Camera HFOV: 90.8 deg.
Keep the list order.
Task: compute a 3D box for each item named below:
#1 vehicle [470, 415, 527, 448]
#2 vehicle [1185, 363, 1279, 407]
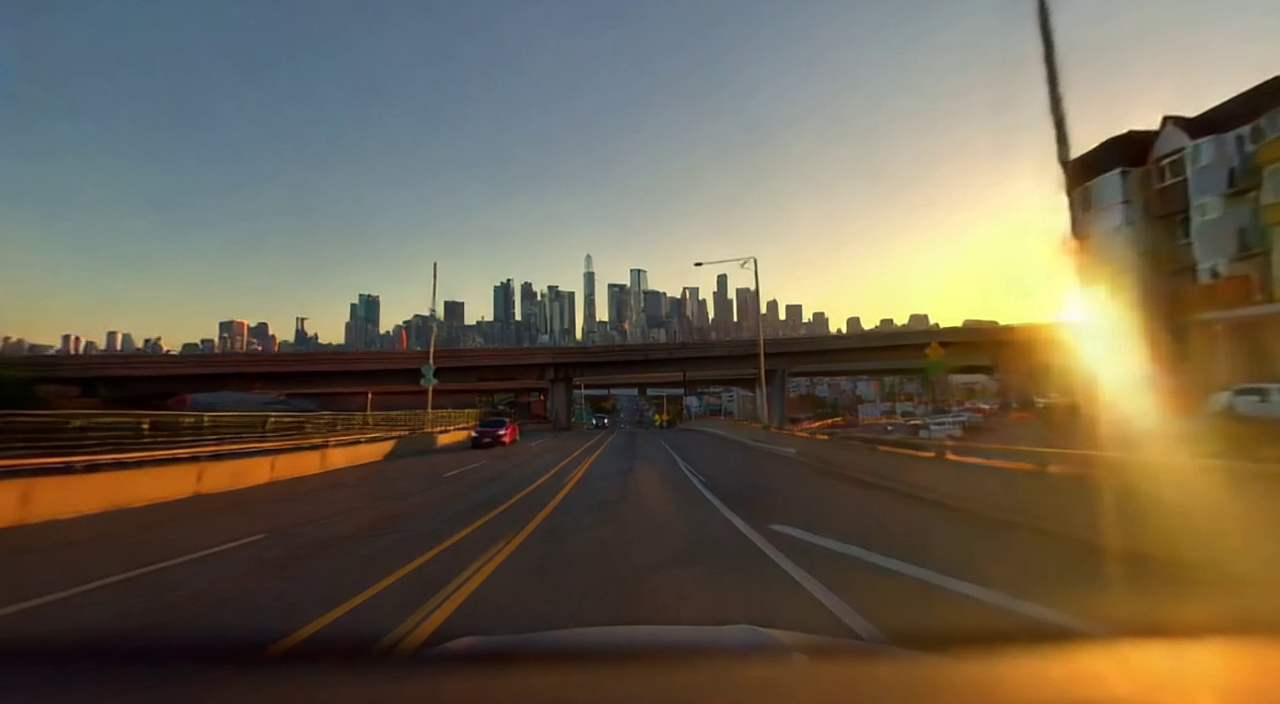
[{"bbox_3d":[-7.635,4.410,34.503,2.025,1.664,4.459,0,-9,1],"label":"vehicle"},{"bbox_3d":[27.194,1.491,28.360,3.698,1.510,1.672,-3,-15,-2],"label":"vehicle"}]
